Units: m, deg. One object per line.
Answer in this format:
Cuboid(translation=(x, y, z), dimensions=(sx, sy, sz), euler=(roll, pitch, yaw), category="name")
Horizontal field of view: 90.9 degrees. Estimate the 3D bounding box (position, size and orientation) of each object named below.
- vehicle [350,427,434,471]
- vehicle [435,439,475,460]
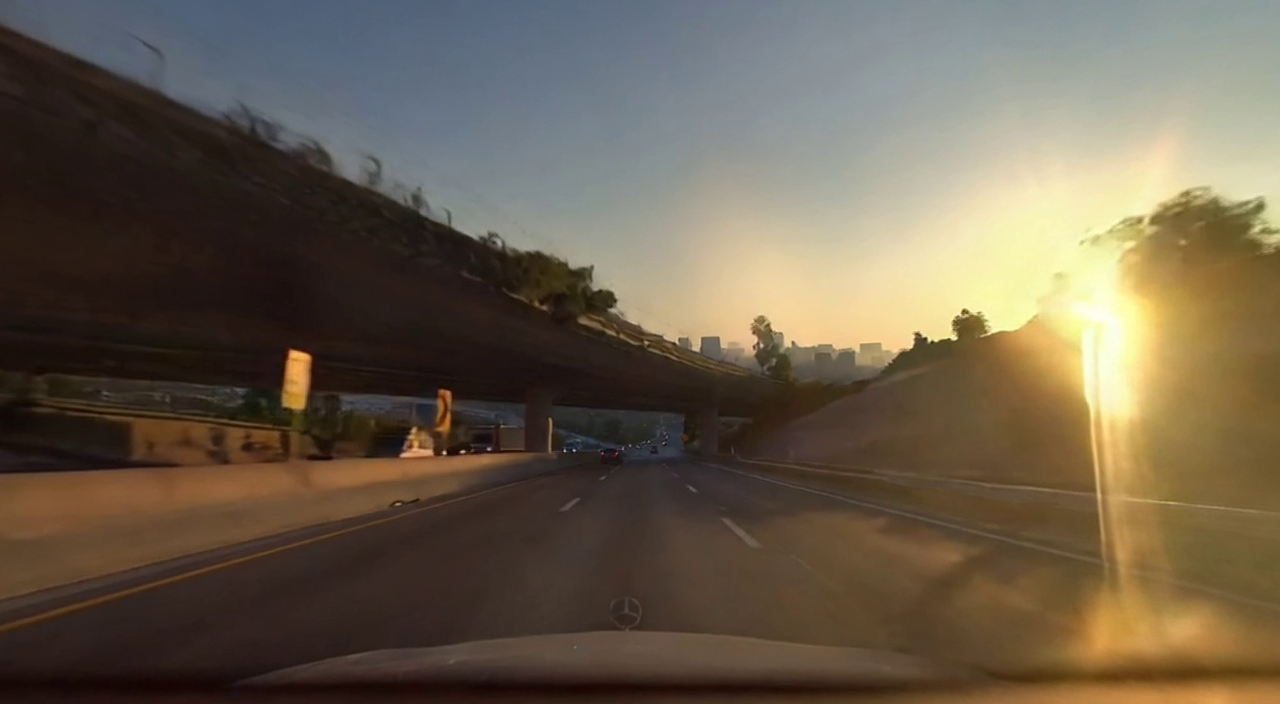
Cuboid(translation=(-14.558, 5.793, 37.610), dimensions=(2.230, 2.369, 6.640), euler=(0, -9, 1), category="vehicle")
Cuboid(translation=(-14.360, 7.593, 49.100), dimensions=(1.753, 1.556, 4.053), euler=(0, -9, 1), category="vehicle")
